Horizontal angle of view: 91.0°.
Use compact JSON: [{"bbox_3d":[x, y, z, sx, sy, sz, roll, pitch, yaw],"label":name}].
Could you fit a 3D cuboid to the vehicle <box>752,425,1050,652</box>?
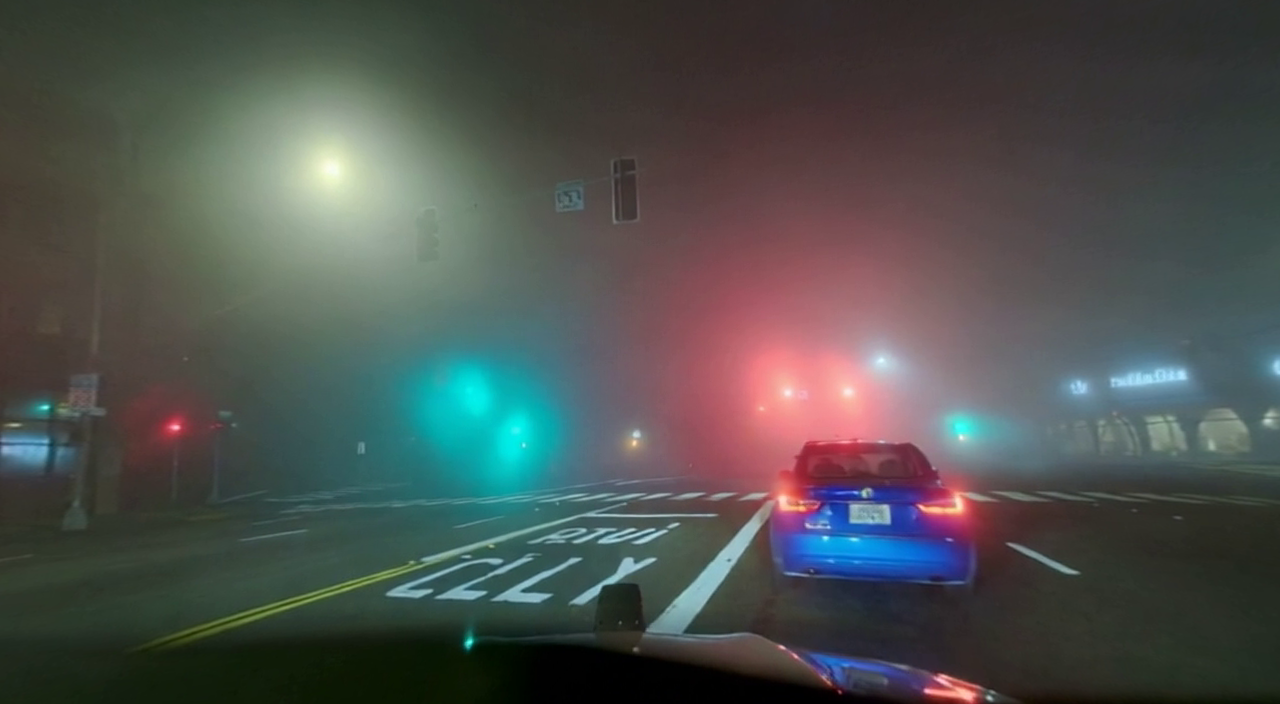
[{"bbox_3d":[2.329,1.579,6.566,1.872,1.459,4.483,-2,-9,15],"label":"vehicle"}]
